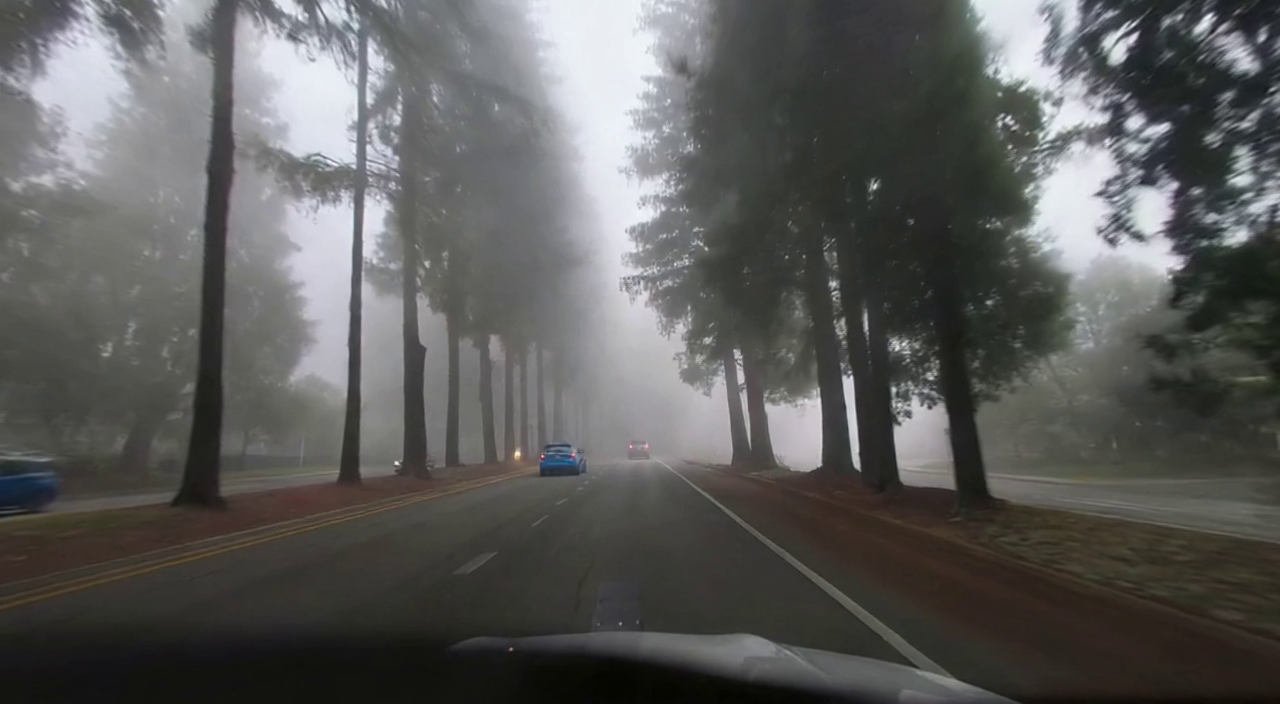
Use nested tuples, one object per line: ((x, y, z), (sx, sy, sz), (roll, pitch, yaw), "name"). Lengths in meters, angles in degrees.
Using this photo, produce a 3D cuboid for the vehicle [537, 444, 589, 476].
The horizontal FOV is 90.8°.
((-3.627, 5.166, 30.508), (1.917, 1.448, 4.178), (0, -8, 1), "vehicle")
